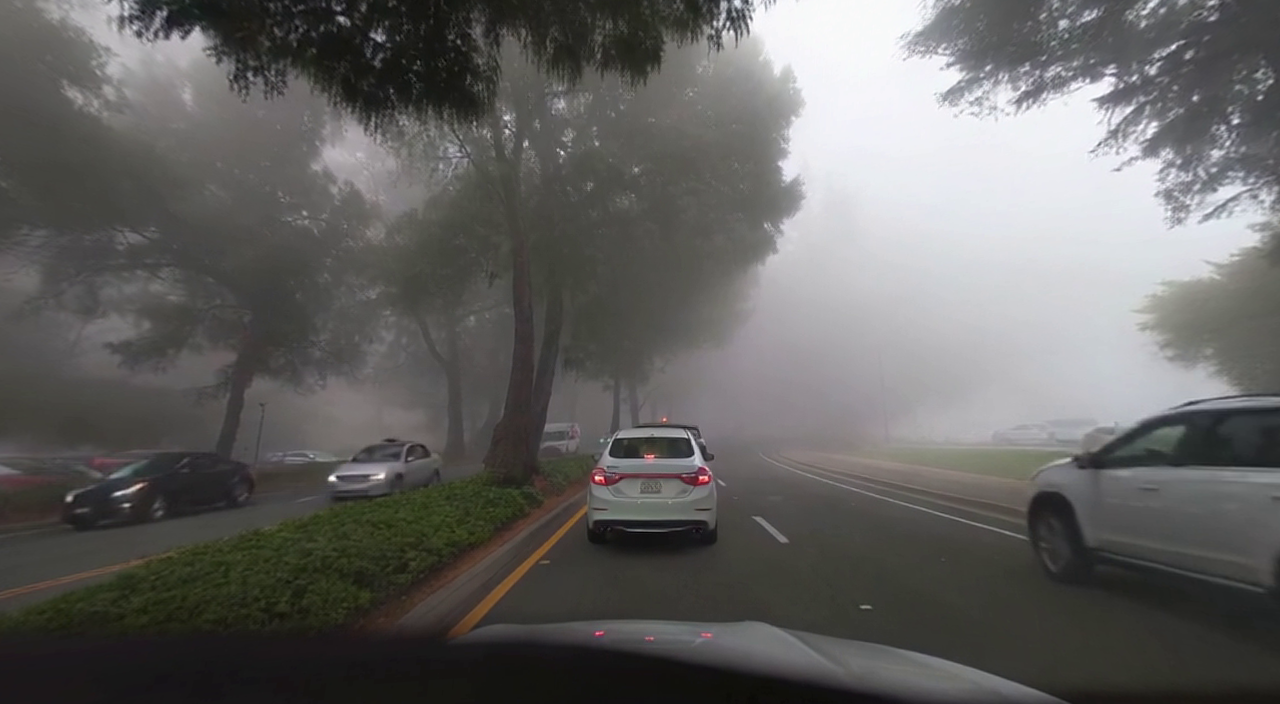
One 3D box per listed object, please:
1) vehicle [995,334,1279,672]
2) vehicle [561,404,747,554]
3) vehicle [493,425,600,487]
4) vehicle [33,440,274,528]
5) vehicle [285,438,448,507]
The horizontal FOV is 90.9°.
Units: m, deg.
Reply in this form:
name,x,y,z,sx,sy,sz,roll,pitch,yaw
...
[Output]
name,x,y,z,sx,sy,sz,roll,pitch,yaw
vehicle,4.612,0.957,4.051,2.059,1.864,4.700,2,-8,2
vehicle,0.202,1.777,9.462,2.154,1.710,4.128,-1,-8,1
vehicle,-2.922,3.402,20.966,2.057,1.786,4.725,-2,-8,11
vehicle,-10.865,2.913,14.631,2.005,1.701,4.355,-1,-8,1
vehicle,-6.709,2.985,16.167,1.923,1.492,4.577,-1,-8,3
